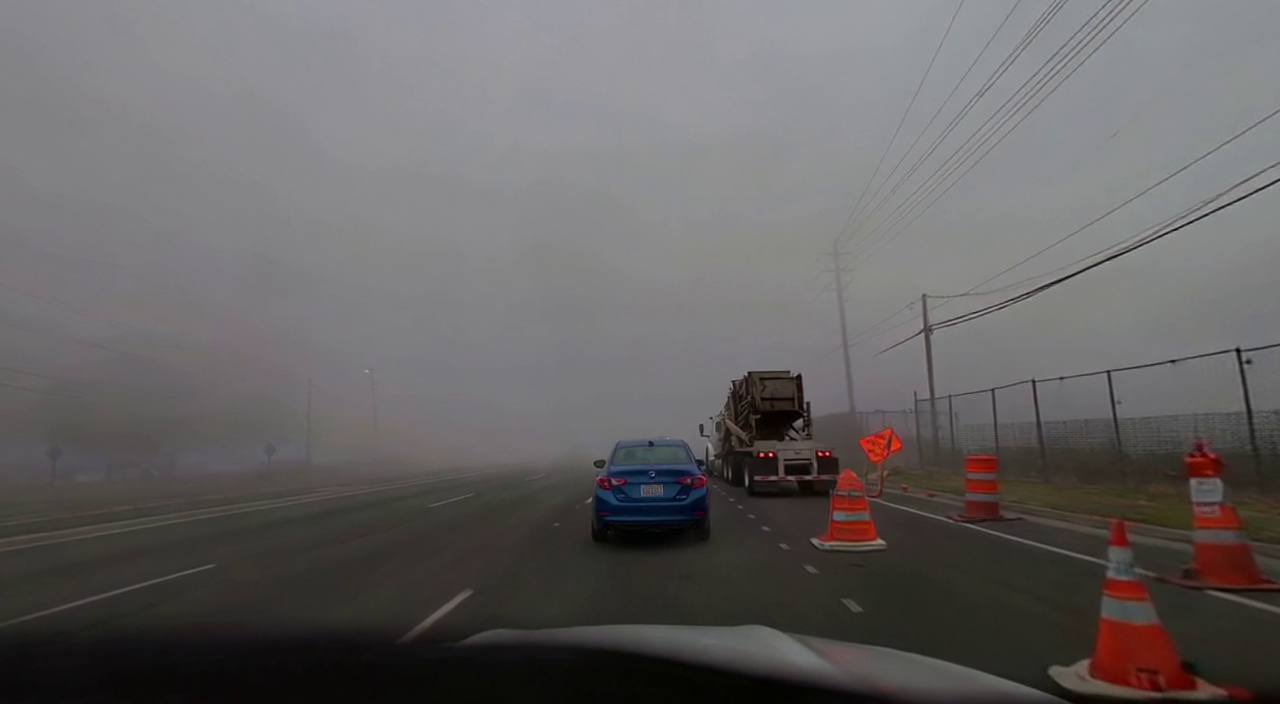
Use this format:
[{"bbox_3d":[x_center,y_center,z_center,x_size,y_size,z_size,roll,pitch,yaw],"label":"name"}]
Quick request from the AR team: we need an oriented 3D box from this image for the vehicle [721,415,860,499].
[{"bbox_3d":[4.055,3.010,18.459,2.555,2.017,6.201,0,-8,0],"label":"vehicle"}]

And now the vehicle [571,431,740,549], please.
[{"bbox_3d":[0.211,2.060,10.138,2.128,1.473,4.272,0,-8,0],"label":"vehicle"}]
